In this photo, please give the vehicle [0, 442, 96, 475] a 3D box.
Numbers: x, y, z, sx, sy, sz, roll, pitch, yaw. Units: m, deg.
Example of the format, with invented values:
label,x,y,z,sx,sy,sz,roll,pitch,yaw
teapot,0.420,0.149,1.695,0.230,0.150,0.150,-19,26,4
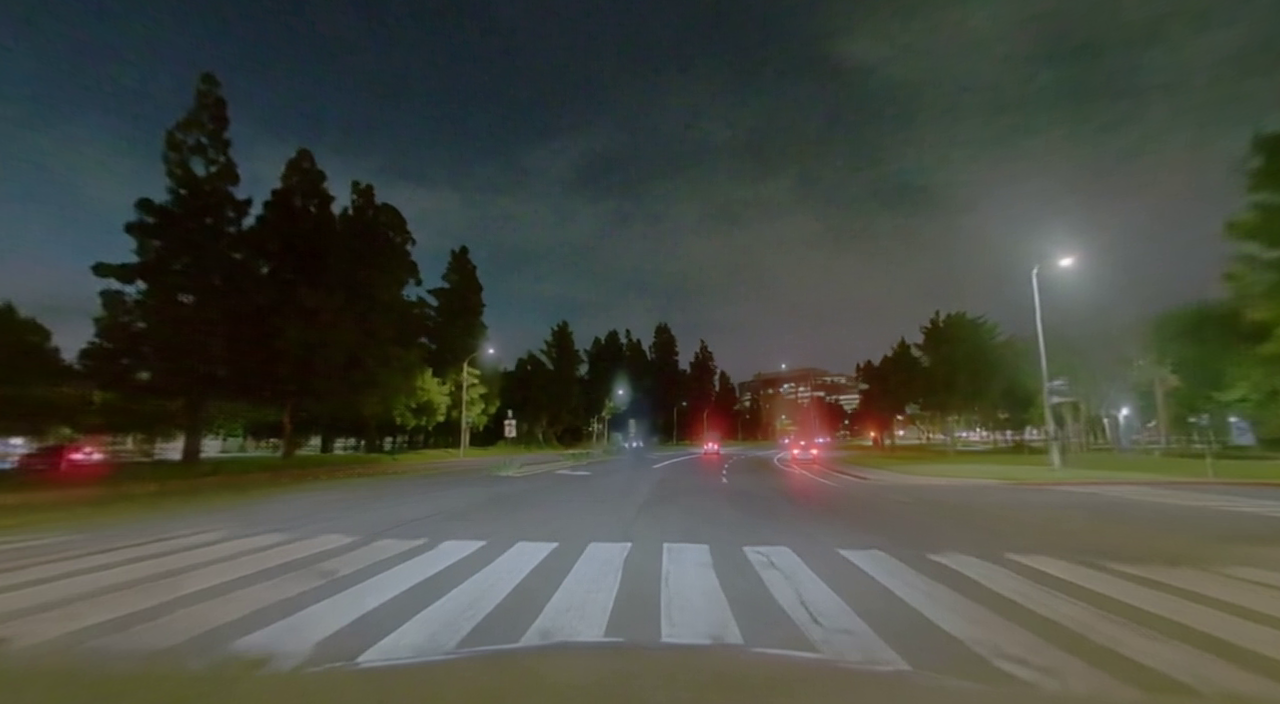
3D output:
label,x,y,z,sx,sy,sz,roll,pitch,yaw
vehicle,-33.562,5.927,35.396,4.787,1.709,2.164,-2,-8,16
